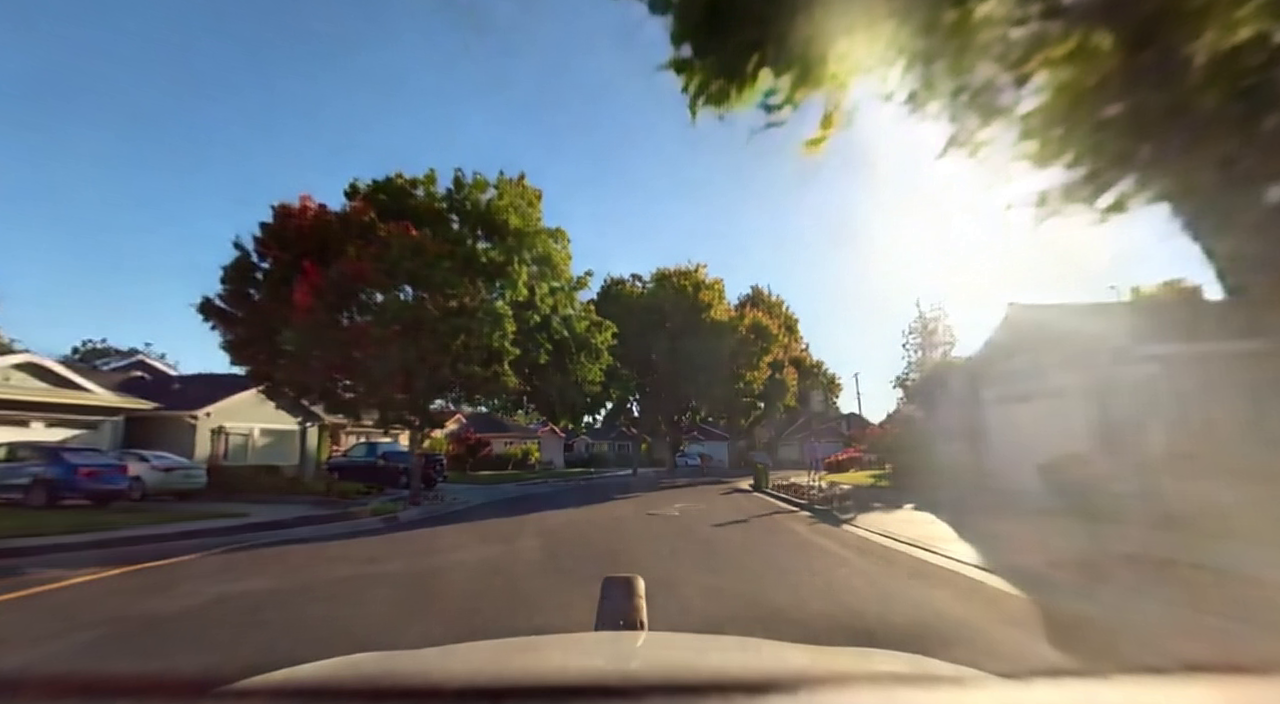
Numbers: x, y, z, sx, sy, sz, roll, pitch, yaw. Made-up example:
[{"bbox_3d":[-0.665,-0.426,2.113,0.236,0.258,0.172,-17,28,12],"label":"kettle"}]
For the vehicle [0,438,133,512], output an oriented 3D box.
[{"bbox_3d":[-16.715,3.209,16.705,4.581,1.811,2.145,1,-9,-3],"label":"vehicle"}]
